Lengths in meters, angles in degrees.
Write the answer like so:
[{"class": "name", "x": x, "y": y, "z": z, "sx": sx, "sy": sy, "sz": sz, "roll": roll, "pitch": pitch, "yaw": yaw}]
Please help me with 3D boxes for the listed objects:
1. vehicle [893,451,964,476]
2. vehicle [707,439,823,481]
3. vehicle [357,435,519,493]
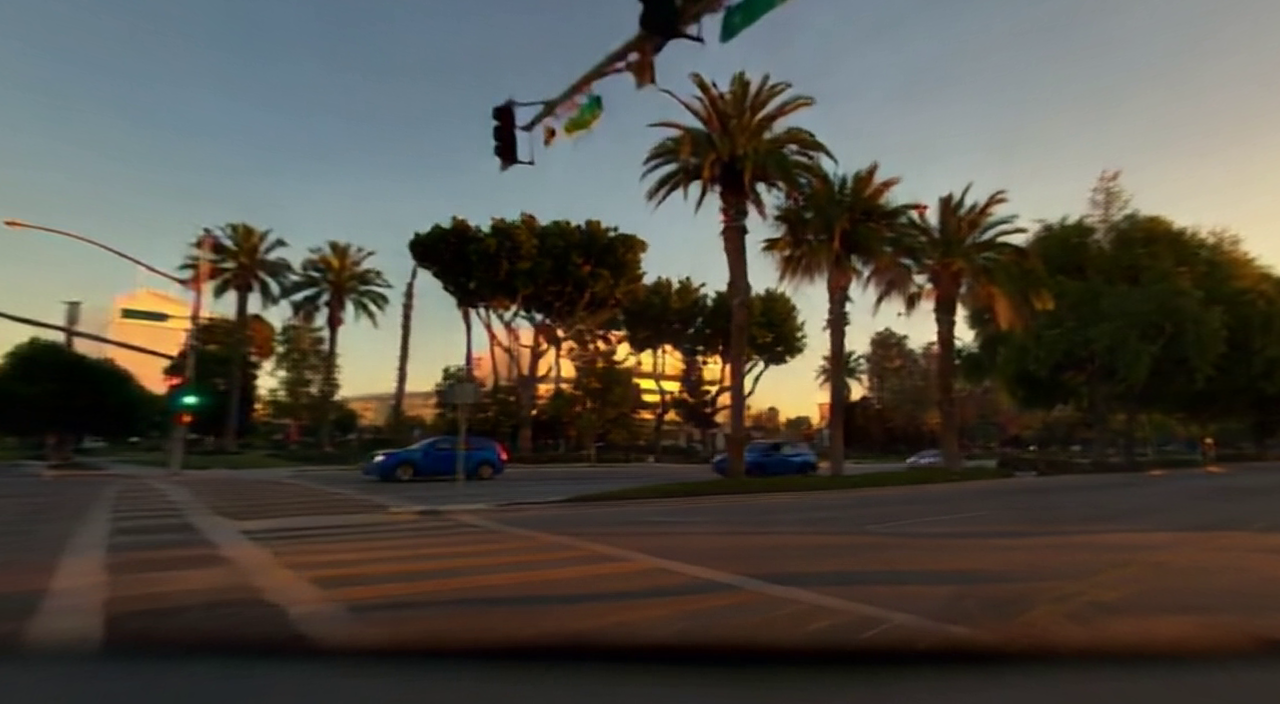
[{"class": "vehicle", "x": 18.615, "y": 7.116, "z": 40.386, "sx": 4.763, "sy": 1.490, "sz": 1.915, "roll": 6, "pitch": -10, "yaw": -35}, {"class": "vehicle", "x": 6.333, "y": 5.354, "z": 31.461, "sx": 5.841, "sy": 1.890, "sz": 2.273, "roll": 6, "pitch": -10, "yaw": -36}, {"class": "vehicle", "x": -6.820, "y": 3.777, "z": 21.514, "sx": 4.820, "sy": 1.751, "sz": 2.050, "roll": 7, "pitch": -11, "yaw": -38}]
